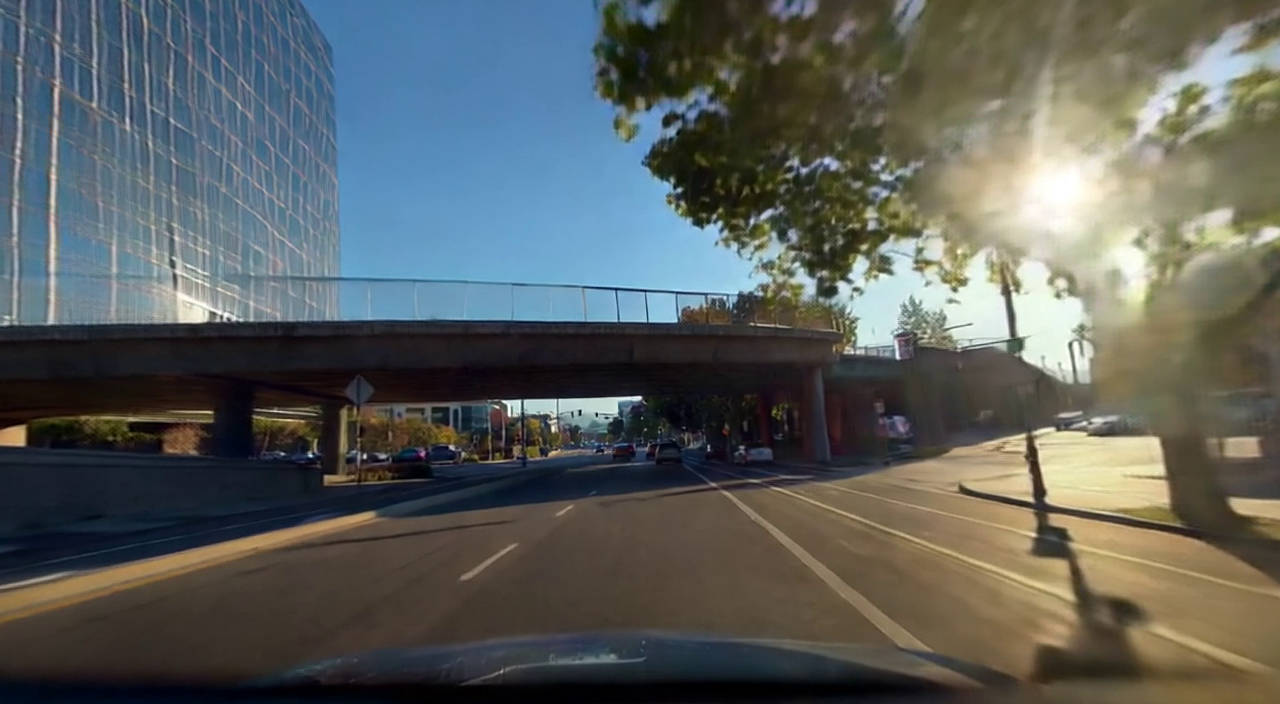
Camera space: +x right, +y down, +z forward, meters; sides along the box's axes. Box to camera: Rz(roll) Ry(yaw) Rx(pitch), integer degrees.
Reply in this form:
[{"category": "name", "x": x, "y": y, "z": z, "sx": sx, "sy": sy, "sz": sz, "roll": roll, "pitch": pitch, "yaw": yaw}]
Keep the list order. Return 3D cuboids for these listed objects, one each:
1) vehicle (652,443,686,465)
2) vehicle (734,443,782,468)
[{"category": "vehicle", "x": 2.049, "y": 7.201, "z": 44.794, "sx": 2.280, "sy": 1.475, "sz": 4.051, "roll": 0, "pitch": -9, "yaw": 2}, {"category": "vehicle", "x": 7.270, "y": 6.413, "z": 39.334, "sx": 2.035, "sy": 1.435, "sz": 4.481, "roll": 0, "pitch": -9, "yaw": -1}]
